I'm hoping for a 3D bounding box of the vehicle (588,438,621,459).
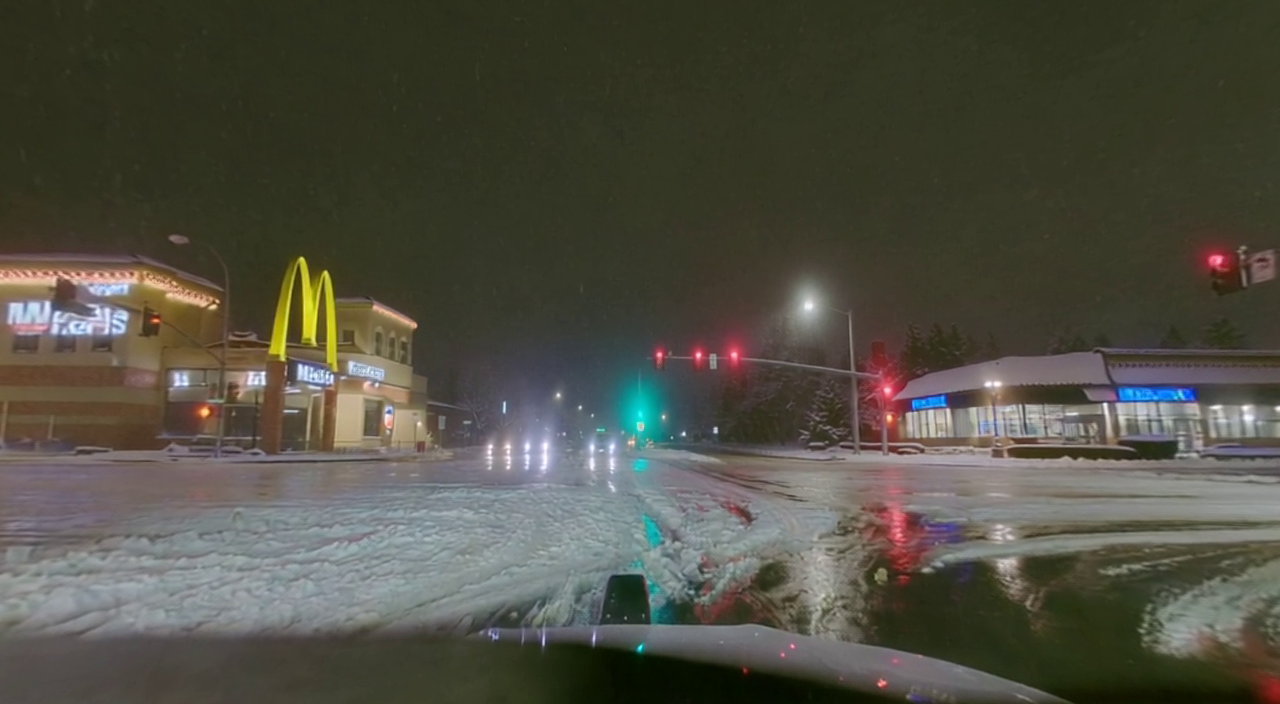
[{"bbox_3d":[-2.506,6.965,45.539,2.104,1.468,4.195,0,-8,1],"label":"vehicle"}]
